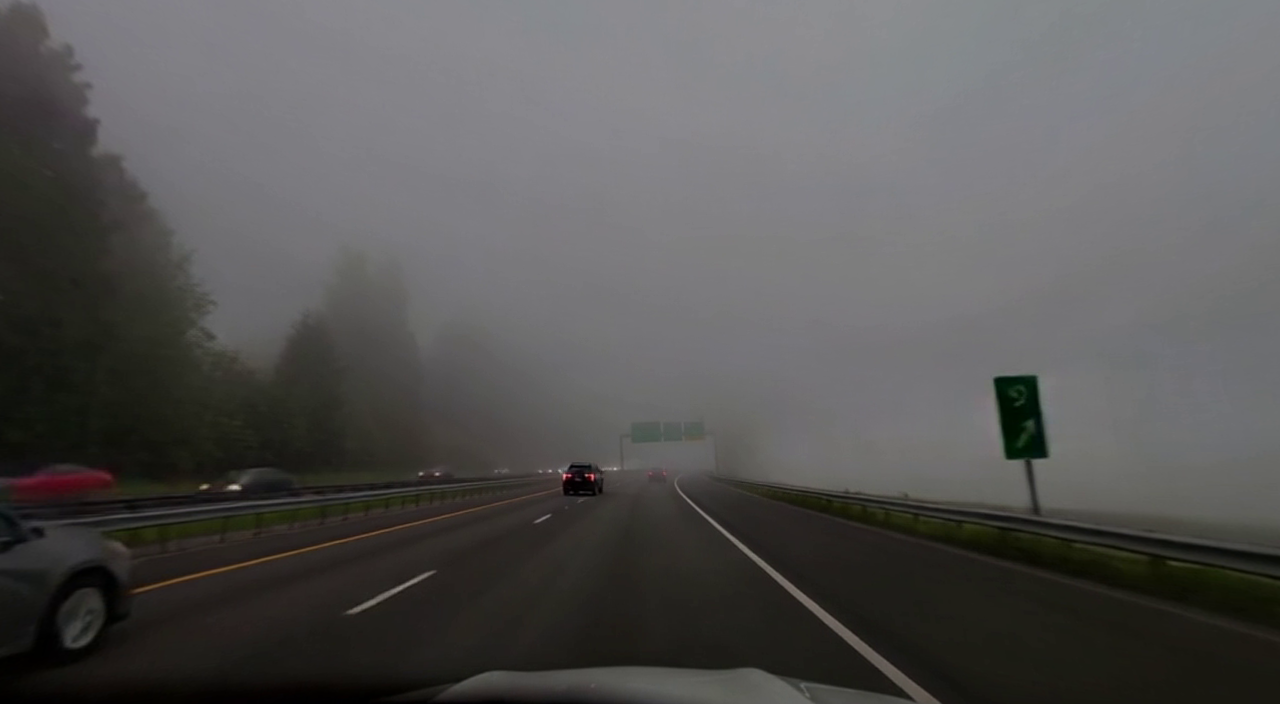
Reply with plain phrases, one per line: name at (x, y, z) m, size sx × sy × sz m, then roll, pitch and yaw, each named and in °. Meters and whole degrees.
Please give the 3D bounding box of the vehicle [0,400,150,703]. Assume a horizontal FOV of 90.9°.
vehicle at (-4.099, 0.714, 1.439) m, size 2.063 × 1.556 × 4.740 m, roll 1°, pitch -10°, yaw 1°

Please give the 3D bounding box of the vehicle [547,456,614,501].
vehicle at (-2.277, 5.050, 25.264) m, size 2.000 × 1.594 × 3.996 m, roll 0°, pitch -10°, yaw 4°

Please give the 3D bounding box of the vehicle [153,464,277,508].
vehicle at (-16.826, 5.307, 25.228) m, size 1.883 × 1.522 × 4.130 m, roll 1°, pitch -10°, yaw 3°
